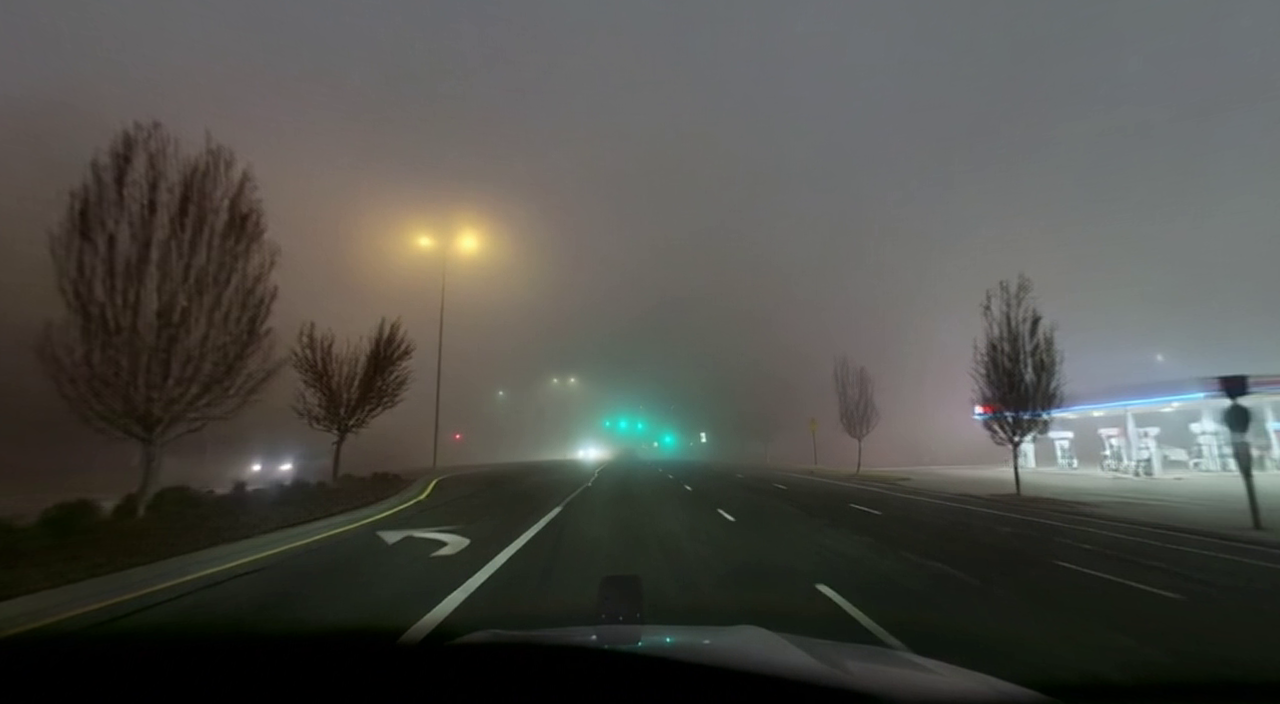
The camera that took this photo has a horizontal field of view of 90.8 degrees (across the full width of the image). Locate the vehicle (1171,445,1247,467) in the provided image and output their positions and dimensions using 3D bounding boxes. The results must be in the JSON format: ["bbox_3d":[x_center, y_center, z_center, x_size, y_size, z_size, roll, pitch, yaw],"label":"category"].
[{"bbox_3d":[38.934,7.117,43.354,1.653,1.421,3.632,0,-9,-4],"label":"vehicle"}]

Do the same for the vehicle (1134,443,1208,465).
[{"bbox_3d":[36.631,7.020,43.685,1.665,1.442,3.759,0,-8,-4],"label":"vehicle"}]

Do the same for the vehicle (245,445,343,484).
[{"bbox_3d":[-15.652,5.065,28.897,1.916,1.620,4.408,0,-8,1],"label":"vehicle"}]

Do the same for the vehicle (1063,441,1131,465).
[{"bbox_3d":[30.967,6.884,42.944,1.591,1.491,4.005,-2,-9,1],"label":"vehicle"}]
